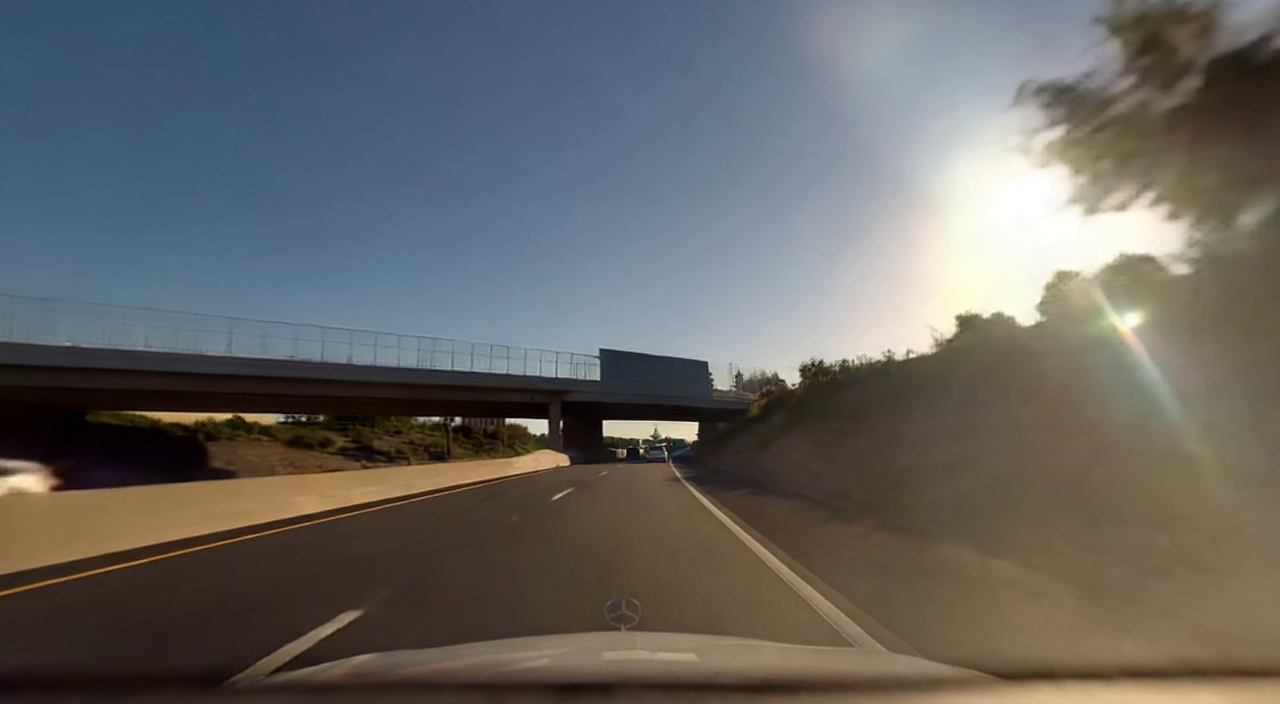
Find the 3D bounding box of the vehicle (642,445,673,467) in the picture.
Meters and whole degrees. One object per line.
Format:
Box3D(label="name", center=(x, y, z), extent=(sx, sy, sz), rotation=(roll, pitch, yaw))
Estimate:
Box3D(label="vehicle", center=(1.336, 7.749, 47.153), extent=(2.221, 1.603, 4.149), rotation=(0, -9, 2))
